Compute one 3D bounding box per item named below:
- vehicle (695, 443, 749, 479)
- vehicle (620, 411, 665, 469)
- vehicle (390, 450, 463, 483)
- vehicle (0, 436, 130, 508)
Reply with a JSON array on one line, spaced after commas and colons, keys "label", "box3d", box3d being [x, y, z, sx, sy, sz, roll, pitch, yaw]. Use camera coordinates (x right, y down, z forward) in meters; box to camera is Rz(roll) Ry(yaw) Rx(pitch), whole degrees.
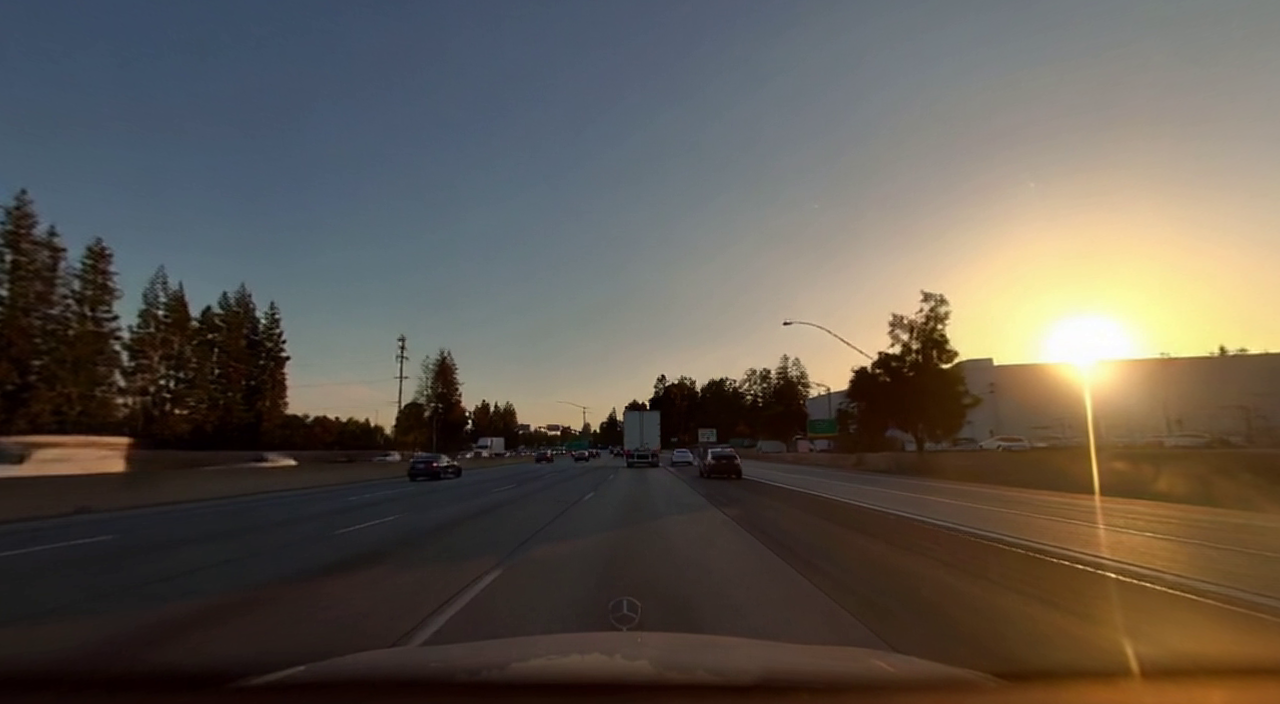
[{"label": "vehicle", "box3d": [4.080, 5.506, 32.022, 2.107, 1.707, 4.445, 0, -9, 0]}, {"label": "vehicle", "box3d": [0.342, 6.791, 48.286, 3.012, 3.928, 10.262, 0, -9, 2]}, {"label": "vehicle", "box3d": [-10.617, 5.695, 31.644, 2.015, 1.521, 4.550, 0, -9, 1]}, {"label": "vehicle", "box3d": [-17.065, 3.247, 17.332, 2.130, 1.783, 4.698, 0, -9, -2]}]
